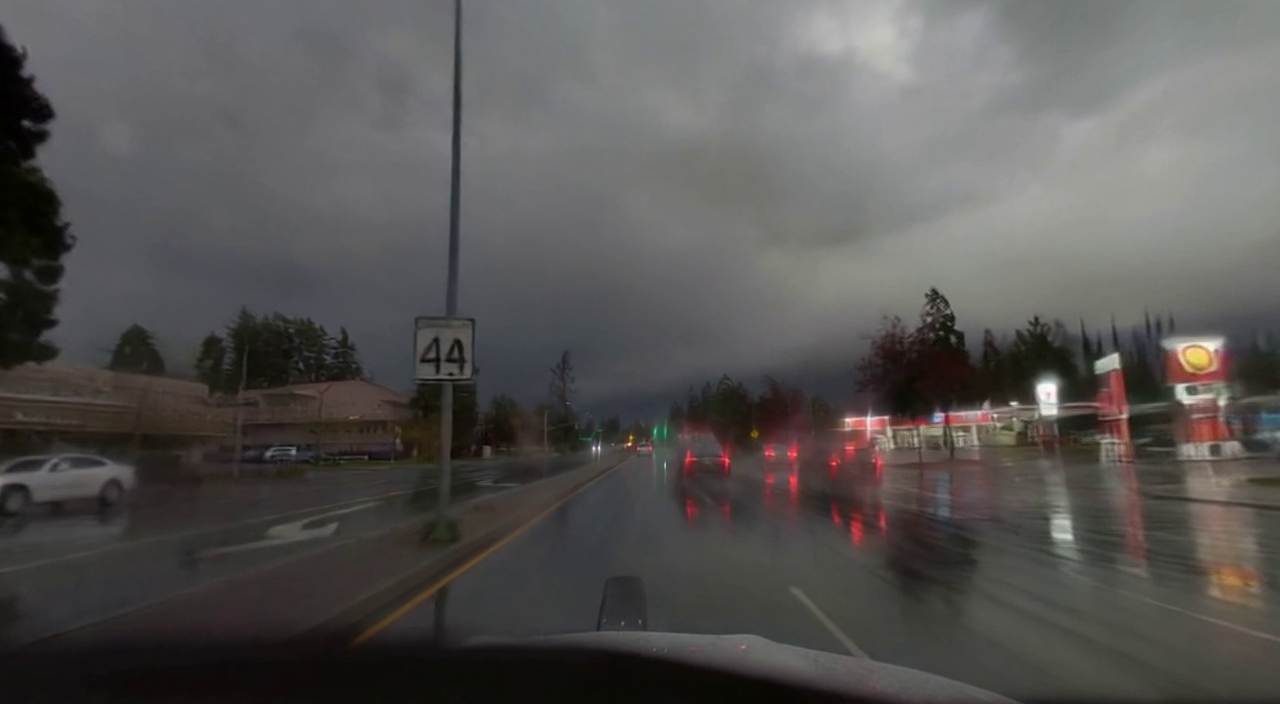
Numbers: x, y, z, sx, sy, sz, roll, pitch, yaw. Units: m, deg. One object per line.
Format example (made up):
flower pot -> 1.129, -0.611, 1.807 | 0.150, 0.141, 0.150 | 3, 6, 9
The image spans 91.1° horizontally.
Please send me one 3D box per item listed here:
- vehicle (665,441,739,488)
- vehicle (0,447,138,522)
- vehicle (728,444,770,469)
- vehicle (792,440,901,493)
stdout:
vehicle -> 2.091, 3.962, 22.517 | 1.971, 1.479, 4.493 | 0, -8, -3
vehicle -> -15.782, 3.270, 15.894 | 2.006, 1.714, 4.829 | 0, -8, 2
vehicle -> 7.009, 6.725, 40.691 | 1.930, 1.479, 4.477 | 0, -8, 0
vehicle -> 6.399, 3.582, 20.053 | 1.918, 1.484, 4.456 | 0, -8, -1
